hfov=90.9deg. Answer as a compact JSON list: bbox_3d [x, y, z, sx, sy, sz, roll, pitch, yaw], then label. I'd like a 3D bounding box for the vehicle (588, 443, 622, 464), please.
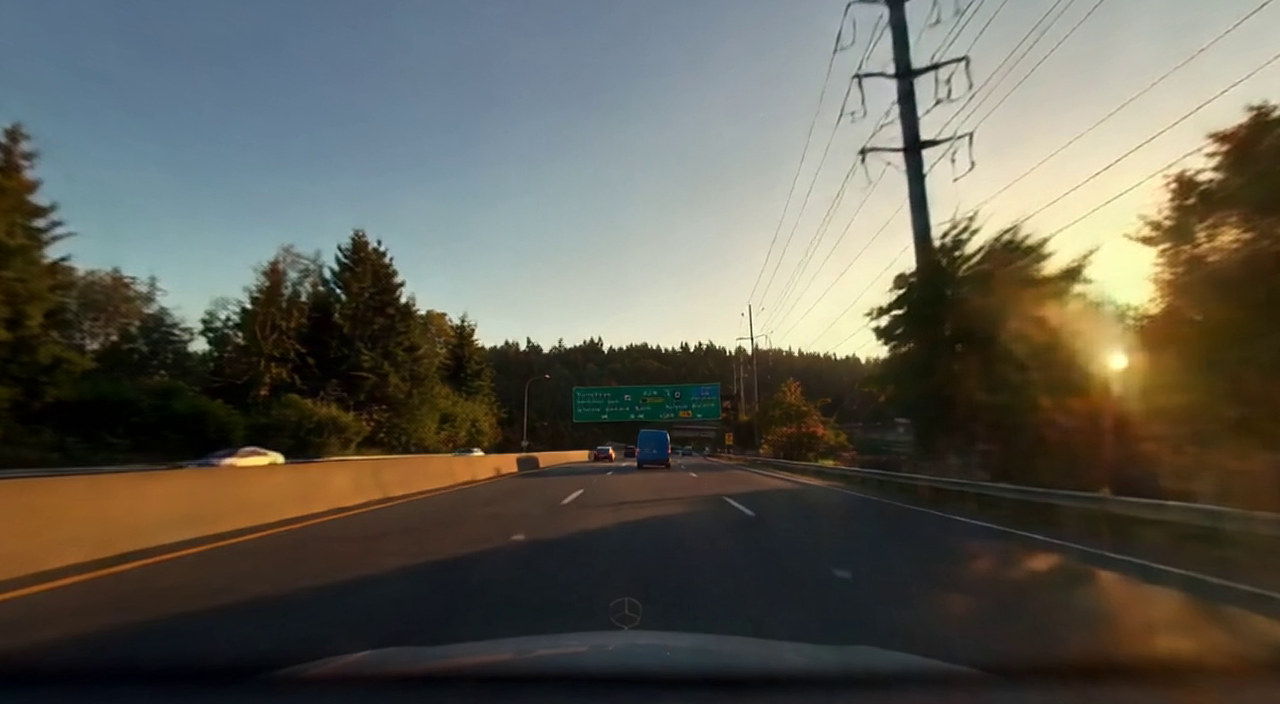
[{"bbox_3d":[-2.451,7.335,45.471,1.996,1.433,4.316,0,-9,3],"label":"vehicle"}]

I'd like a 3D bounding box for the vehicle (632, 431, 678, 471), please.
[{"bbox_3d":[0.815,5.312,33.769,2.261,1.969,5.104,0,-9,2],"label":"vehicle"}]
